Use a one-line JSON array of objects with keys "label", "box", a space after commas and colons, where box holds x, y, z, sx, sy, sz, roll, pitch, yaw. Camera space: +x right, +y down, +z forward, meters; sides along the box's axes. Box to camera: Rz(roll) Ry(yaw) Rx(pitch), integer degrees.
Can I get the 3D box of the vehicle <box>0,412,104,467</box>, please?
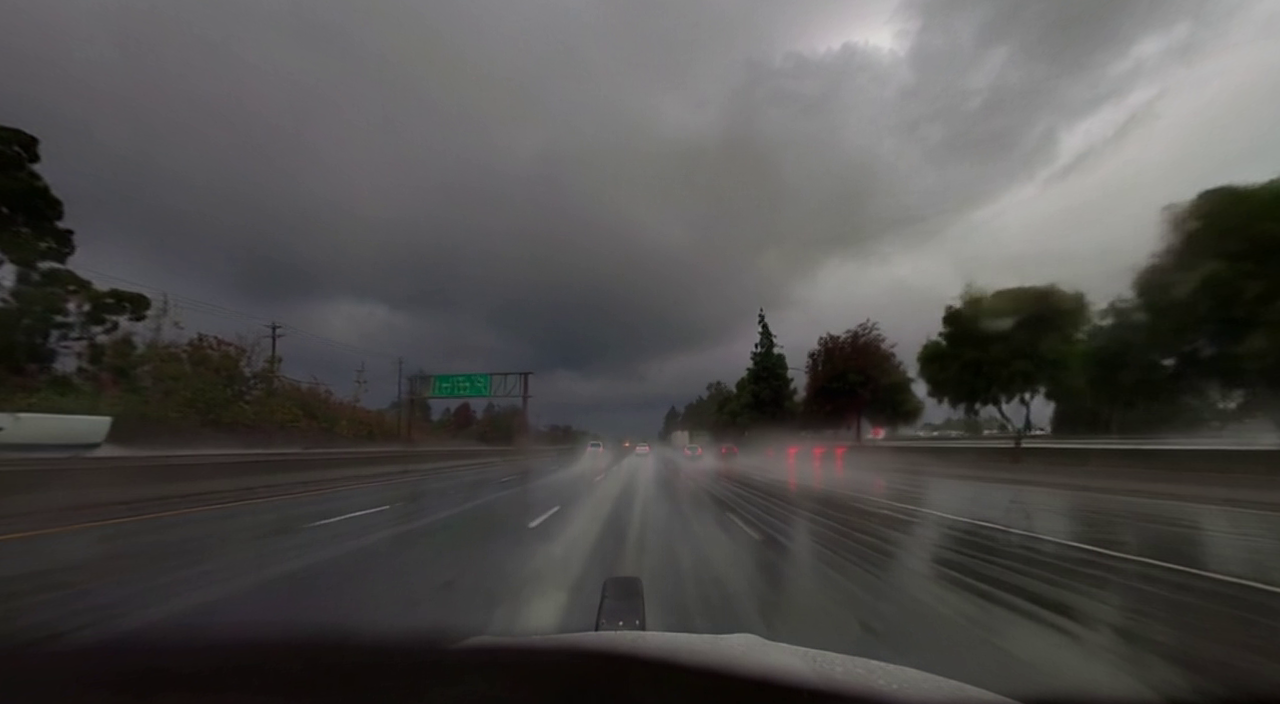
[{"label": "vehicle", "box": [-45.330, 6.360, 45.515, 3.003, 3.786, 10.840, -1, -9, 4]}]
